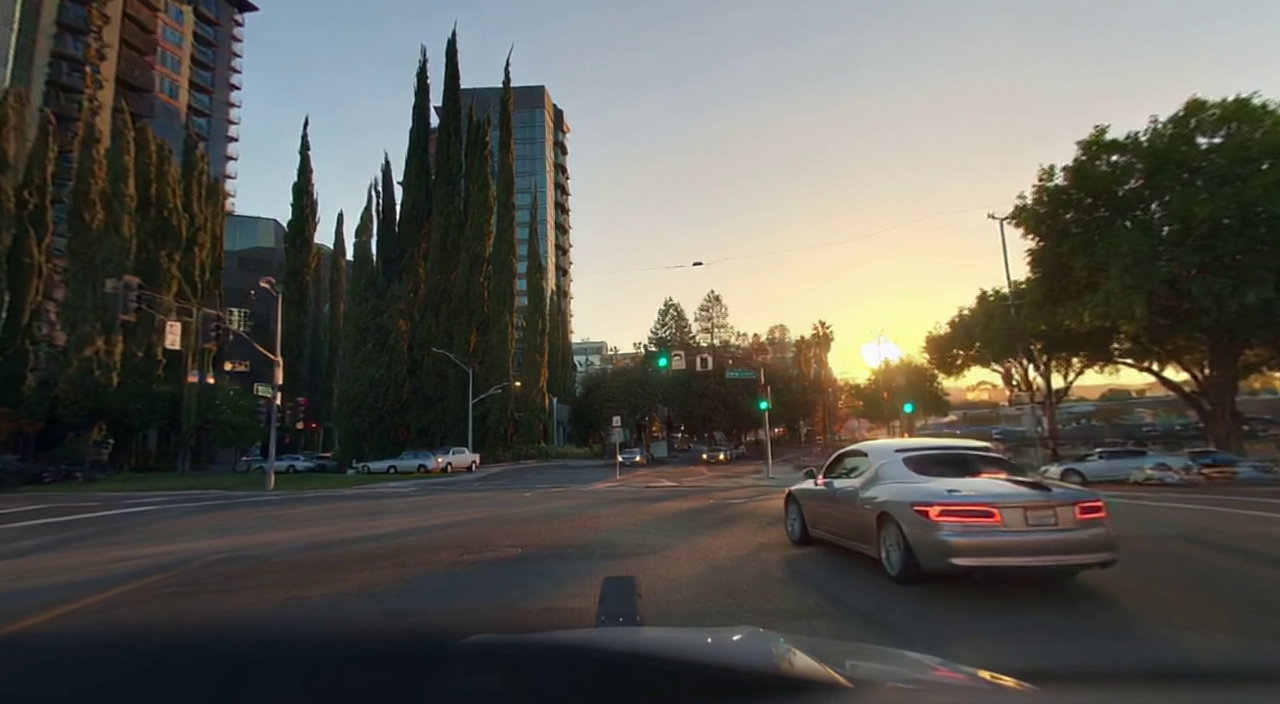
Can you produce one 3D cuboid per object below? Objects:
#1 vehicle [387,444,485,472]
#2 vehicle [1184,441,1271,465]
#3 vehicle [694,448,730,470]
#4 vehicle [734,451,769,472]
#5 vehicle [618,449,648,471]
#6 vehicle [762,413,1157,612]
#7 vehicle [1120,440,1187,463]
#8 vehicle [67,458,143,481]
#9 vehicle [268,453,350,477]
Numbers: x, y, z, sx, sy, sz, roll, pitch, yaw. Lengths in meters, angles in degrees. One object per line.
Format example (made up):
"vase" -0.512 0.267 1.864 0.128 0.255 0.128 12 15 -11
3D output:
"vehicle" -14.199 7.420 44.245 6.021 1.868 2.172 0 -9 1
"vehicle" 40.878 7.098 44.106 2.029 1.521 4.015 -1 -10 -2
"vehicle" 5.016 7.553 44.724 1.983 1.453 4.180 0 -9 -1
"vehicle" 7.896 7.761 44.987 1.889 1.358 3.751 0 -9 1
"vehicle" -0.529 7.664 45.023 2.024 1.489 4.613 0 -9 -1
"vehicle" 2.982 1.593 7.187 1.903 1.529 4.254 1 -9 -6
"vehicle" 35.365 6.885 43.593 1.649 1.463 3.507 -1 -10 1
"vehicle" -35.862 7.865 42.478 1.709 1.410 3.945 0 -9 -1
"vehicle" -21.189 7.252 40.591 4.207 1.508 1.875 -1 -9 3
